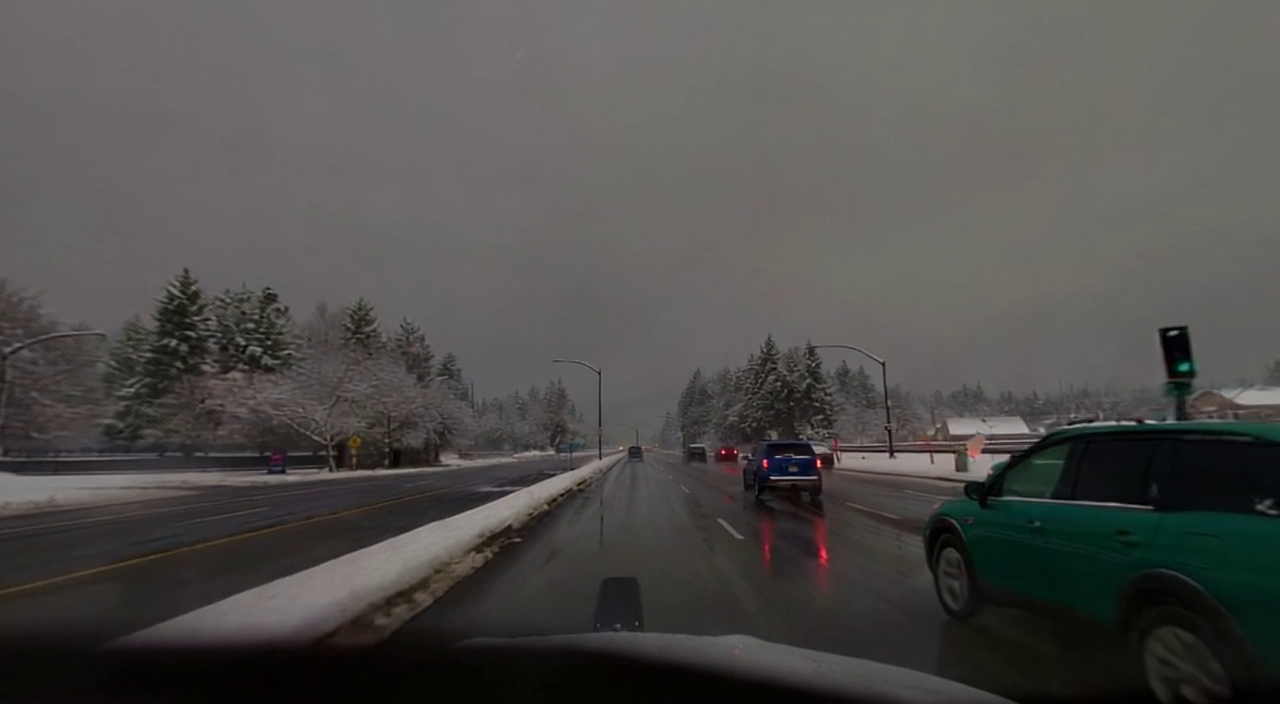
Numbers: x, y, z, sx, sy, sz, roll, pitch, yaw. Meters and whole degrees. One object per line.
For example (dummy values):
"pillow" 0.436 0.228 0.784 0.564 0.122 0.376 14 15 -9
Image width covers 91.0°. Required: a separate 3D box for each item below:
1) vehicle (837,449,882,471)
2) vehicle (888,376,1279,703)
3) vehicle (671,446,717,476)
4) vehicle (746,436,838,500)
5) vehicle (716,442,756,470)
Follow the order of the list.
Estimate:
"vehicle" 16.035 7.895 46.154 1.815 1.493 4.135 0 -8 1
"vehicle" 3.162 0.978 2.927 1.932 1.547 4.992 0 -8 -1
"vehicle" 2.753 5.688 33.127 1.980 1.484 4.093 0 -8 -1
"vehicle" 4.450 3.438 19.117 2.075 1.698 4.142 -1 -8 5
"vehicle" 6.513 7.103 43.195 1.919 1.774 4.720 0 -8 -1
